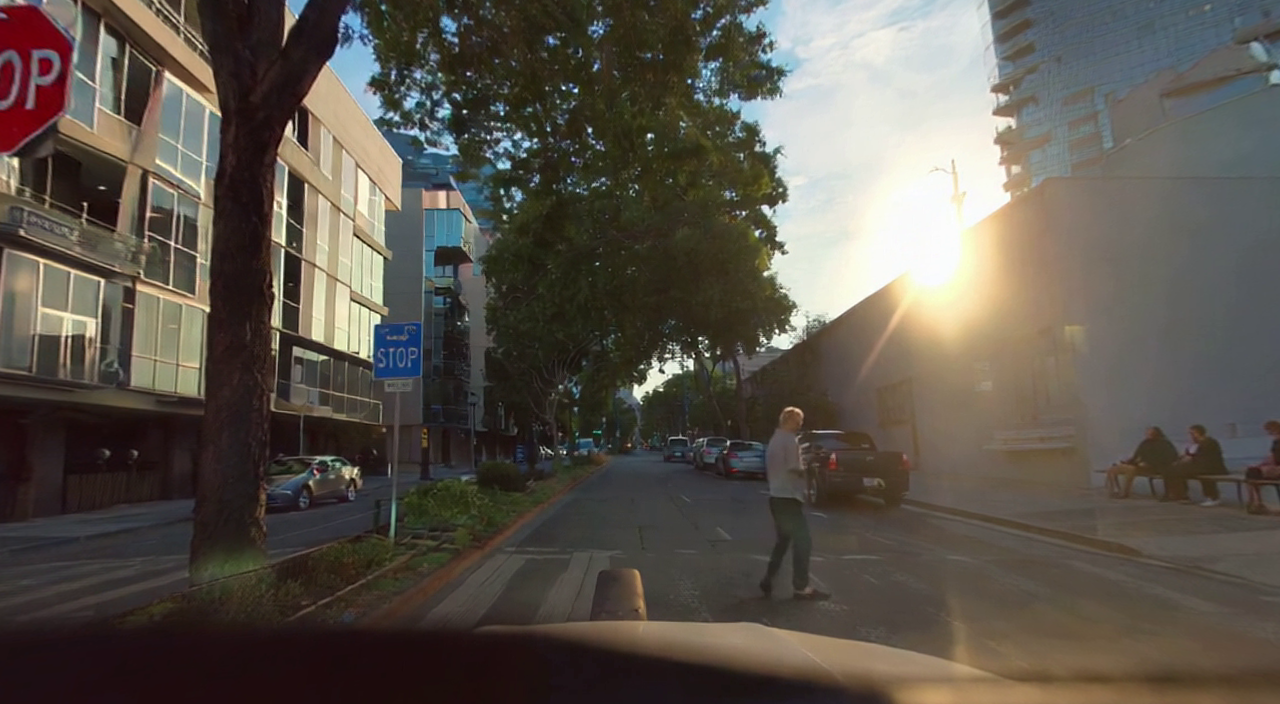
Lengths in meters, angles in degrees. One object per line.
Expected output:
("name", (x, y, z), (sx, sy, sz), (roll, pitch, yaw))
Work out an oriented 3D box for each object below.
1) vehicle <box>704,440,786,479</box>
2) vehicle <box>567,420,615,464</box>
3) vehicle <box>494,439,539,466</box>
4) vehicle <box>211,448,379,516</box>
("vehicle", (4.589, 4.567, 27.108), (1.858, 1.491, 4.329), (-5, -10, 33))
("vehicle", (-3.006, 5.754, 40.238), (2.317, 2.596, 6.053), (0, -8, 2))
("vehicle", (-8.852, 7.263, 45.725), (2.256, 1.802, 4.333), (0, -8, 2))
("vehicle", (-8.791, 3.306, 16.646), (2.007, 1.503, 4.343), (0, -8, -1))
